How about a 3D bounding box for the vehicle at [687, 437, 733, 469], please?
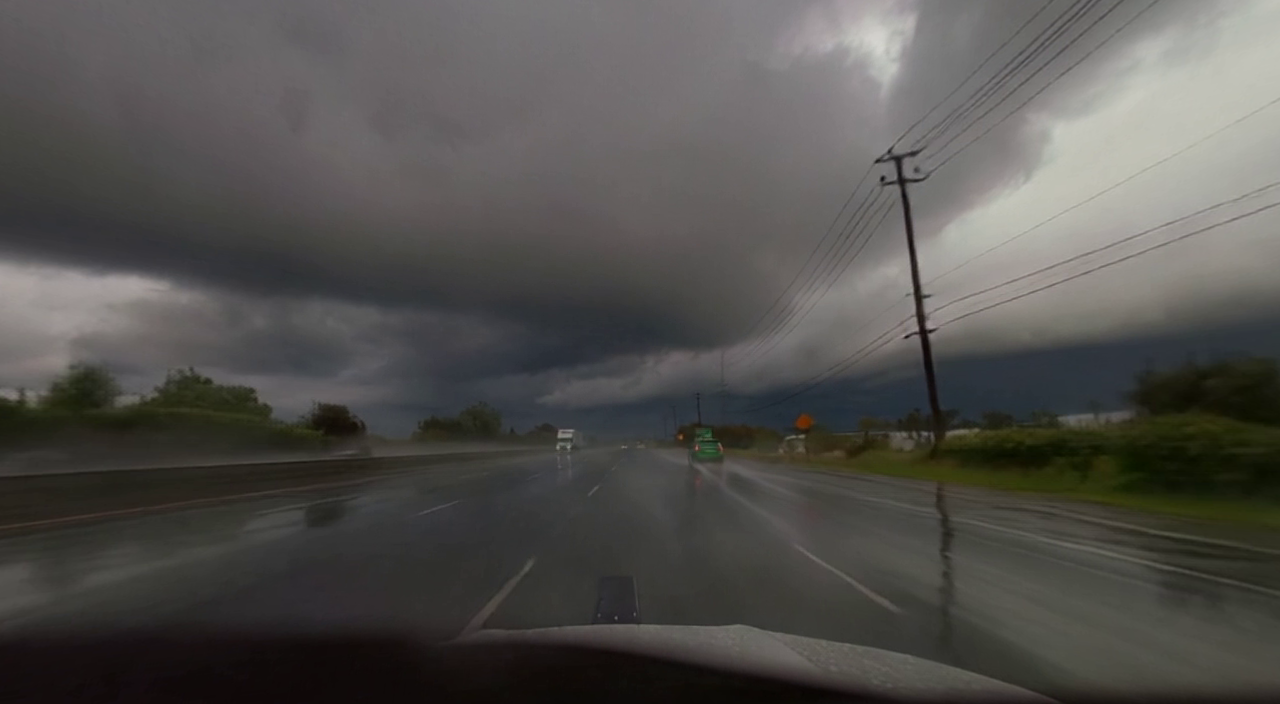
[{"bbox_3d":[3.671,5.379,33.799,1.977,1.581,4.428,-1,-8,0],"label":"vehicle"}]
